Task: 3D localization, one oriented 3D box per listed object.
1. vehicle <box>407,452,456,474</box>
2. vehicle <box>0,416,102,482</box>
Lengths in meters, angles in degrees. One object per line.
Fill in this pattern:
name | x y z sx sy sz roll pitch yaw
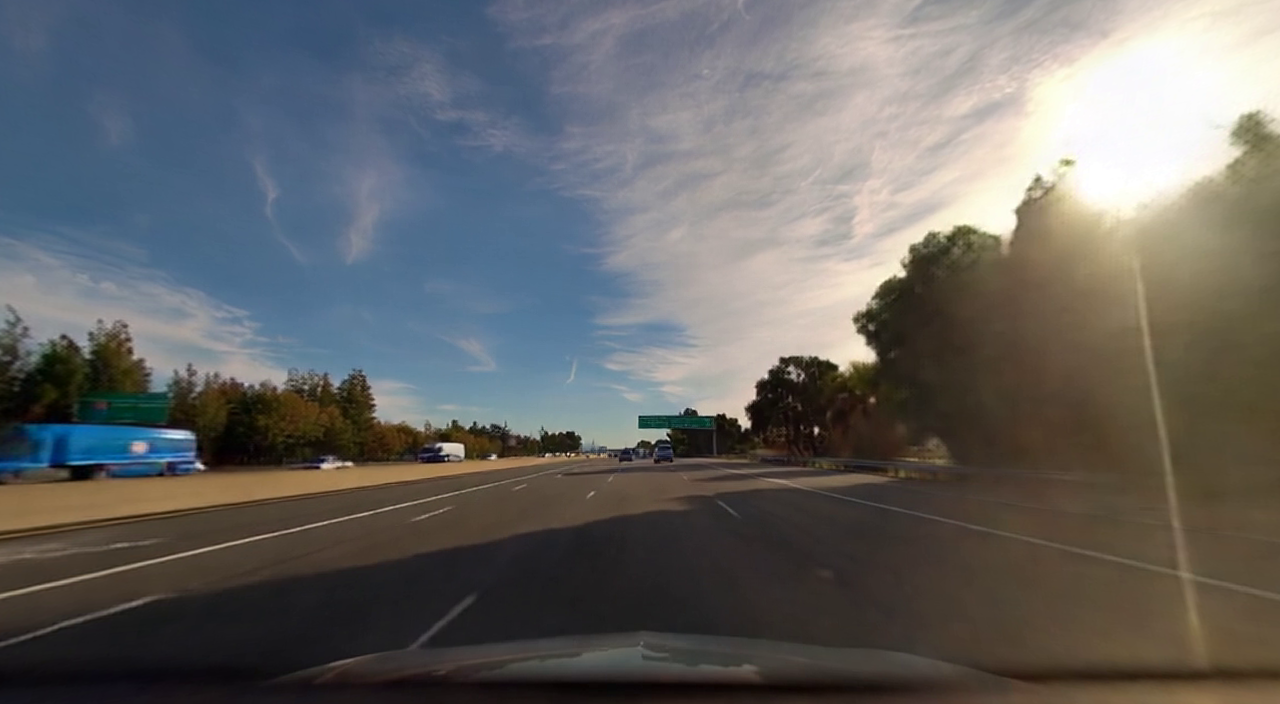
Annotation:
vehicle | -15.214 8.104 46.221 1.903 1.486 4.666 0 -9 1
vehicle | -39.515 6.301 40.979 3.163 3.960 6.362 0 -9 -1
